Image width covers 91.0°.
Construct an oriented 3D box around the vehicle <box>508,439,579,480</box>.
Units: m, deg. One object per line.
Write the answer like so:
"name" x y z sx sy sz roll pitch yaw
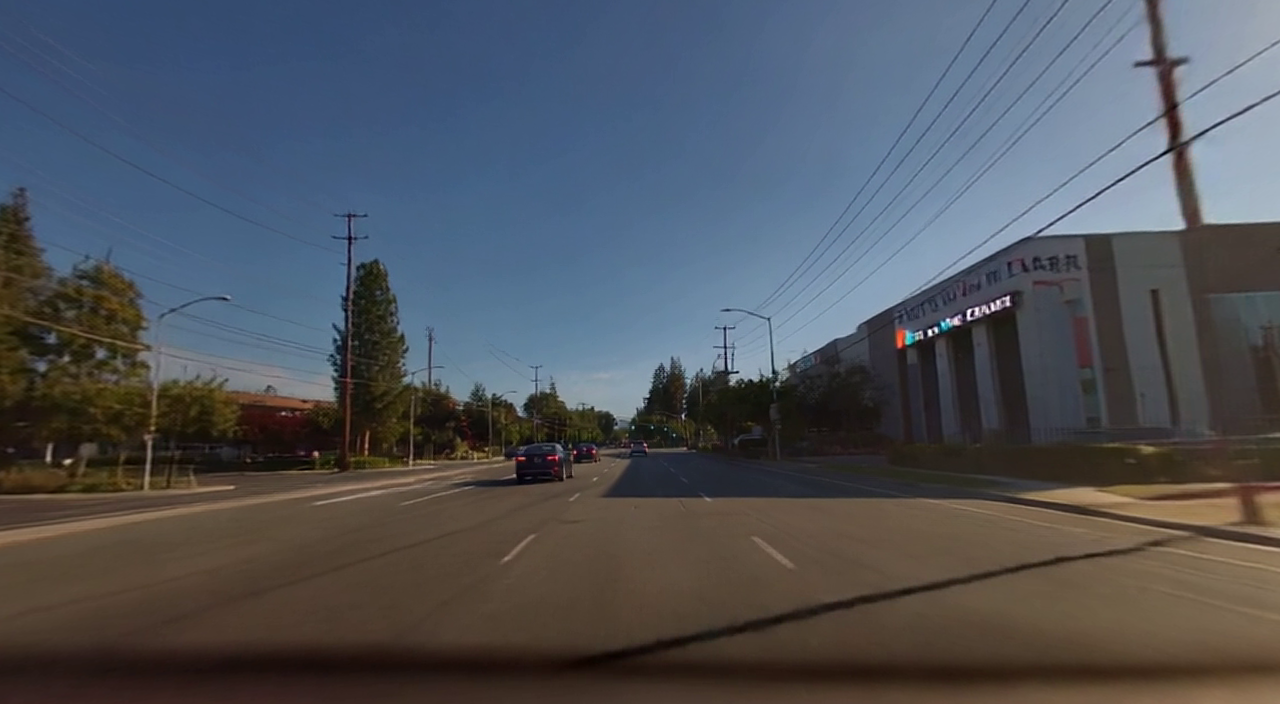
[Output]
"vehicle" -3.694 4.205 24.886 2.076 1.444 4.328 0 -8 0
